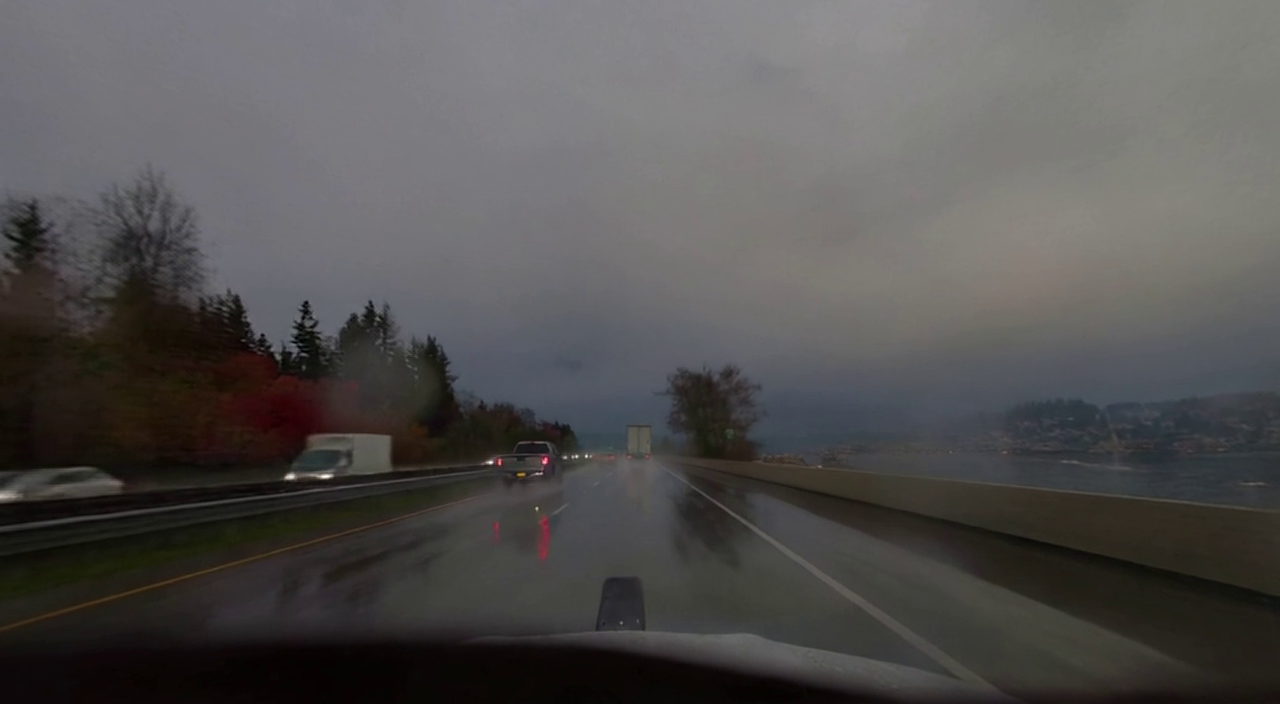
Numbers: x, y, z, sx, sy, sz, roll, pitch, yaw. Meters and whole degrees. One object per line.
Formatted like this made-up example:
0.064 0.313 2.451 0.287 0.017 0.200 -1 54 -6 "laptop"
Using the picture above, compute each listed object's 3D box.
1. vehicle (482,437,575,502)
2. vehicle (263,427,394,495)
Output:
-3.452 3.756 20.555 2.079 1.845 4.654 0 -9 1 "vehicle"
-12.330 4.383 25.583 2.248 2.417 5.896 0 -9 0 "vehicle"
